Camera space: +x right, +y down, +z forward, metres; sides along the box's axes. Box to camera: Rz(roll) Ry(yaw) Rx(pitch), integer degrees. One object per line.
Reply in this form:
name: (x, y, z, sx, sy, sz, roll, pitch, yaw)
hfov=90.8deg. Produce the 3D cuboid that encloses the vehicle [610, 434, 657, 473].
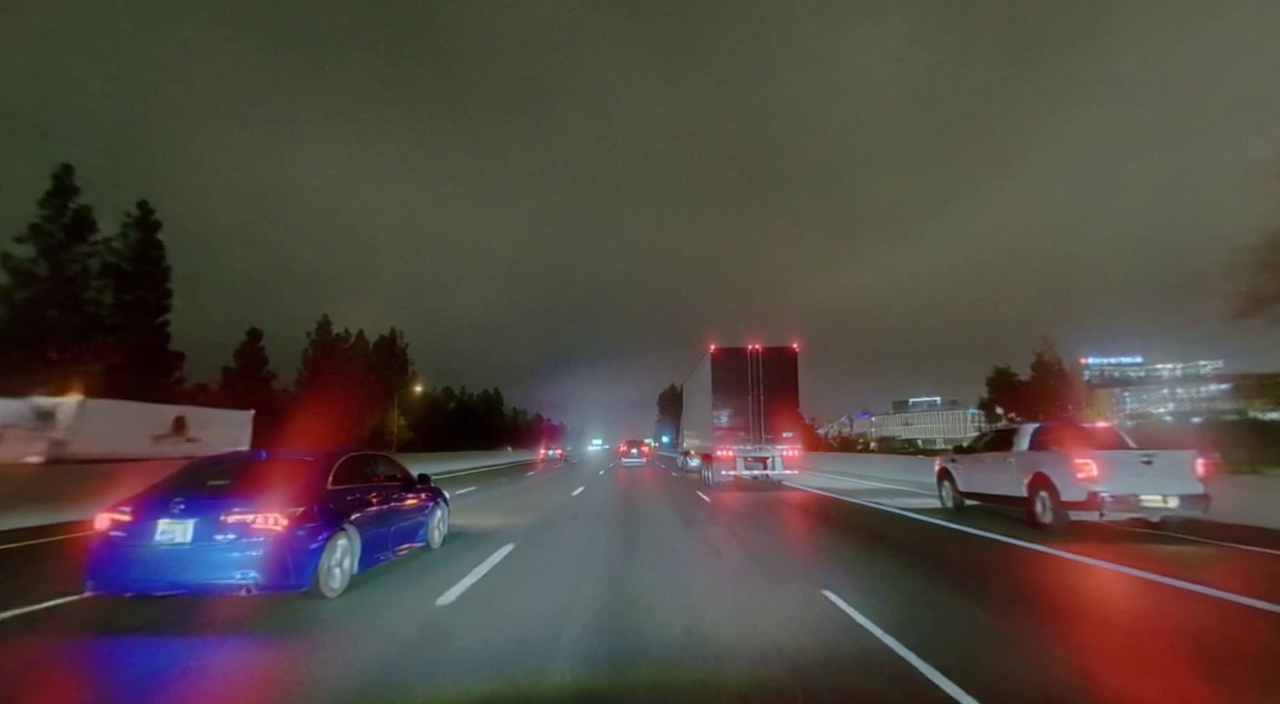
vehicle: (-0.338, 5.157, 32.224, 2.203, 1.805, 4.358, 0, -9, -1)

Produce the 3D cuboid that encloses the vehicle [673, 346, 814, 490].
vehicle: (3.310, 2.988, 25.422, 2.876, 4.086, 15.117, 0, -9, -1)

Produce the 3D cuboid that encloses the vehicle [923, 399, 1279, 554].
vehicle: (6.909, 1.868, 10.155, 2.106, 1.795, 5.489, 0, -9, -1)

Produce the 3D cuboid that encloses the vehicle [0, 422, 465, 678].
vehicle: (-3.199, 1.454, 5.849, 1.864, 1.406, 4.544, 0, -9, 0)
